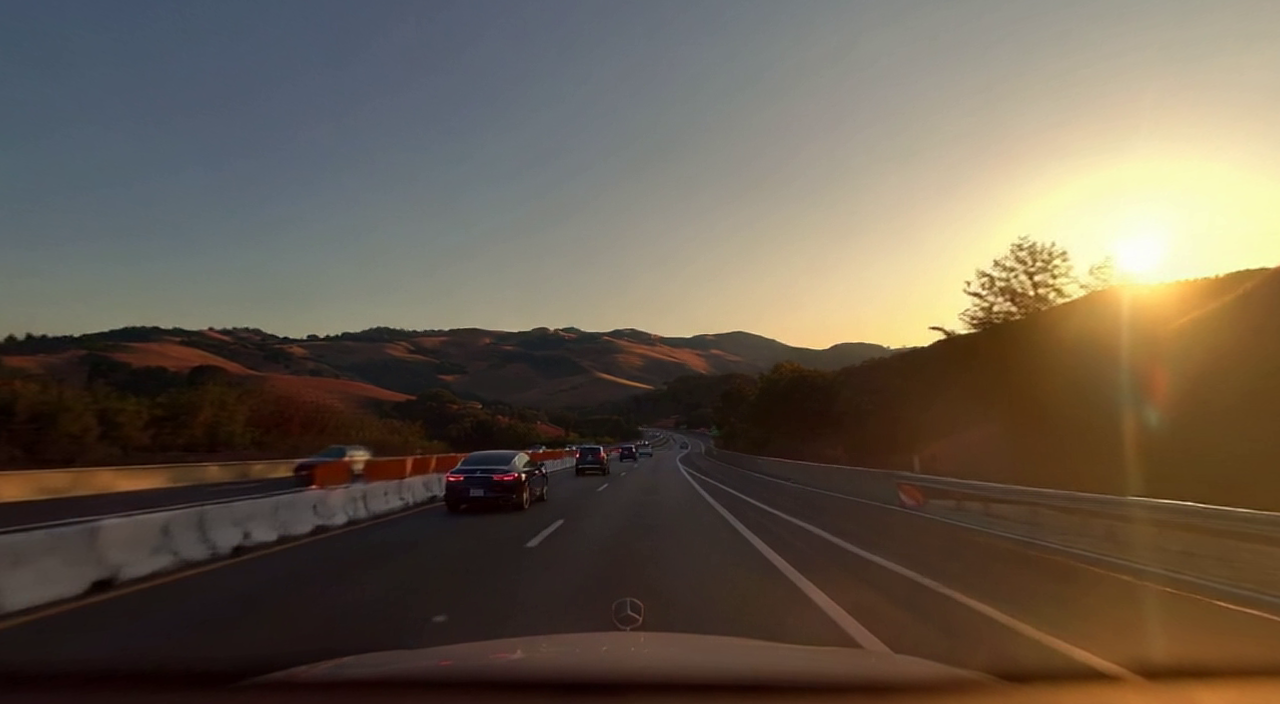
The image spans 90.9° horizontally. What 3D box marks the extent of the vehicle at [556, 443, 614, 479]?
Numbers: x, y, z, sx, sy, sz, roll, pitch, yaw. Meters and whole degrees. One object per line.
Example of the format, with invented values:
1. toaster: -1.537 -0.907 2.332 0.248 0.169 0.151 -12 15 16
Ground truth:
1. vehicle: -2.368 4.855 28.224 2.094 1.480 4.124 0 -9 2

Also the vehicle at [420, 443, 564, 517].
1. vehicle: -2.957 2.665 13.573 2.061 1.330 3.928 0 -9 1
